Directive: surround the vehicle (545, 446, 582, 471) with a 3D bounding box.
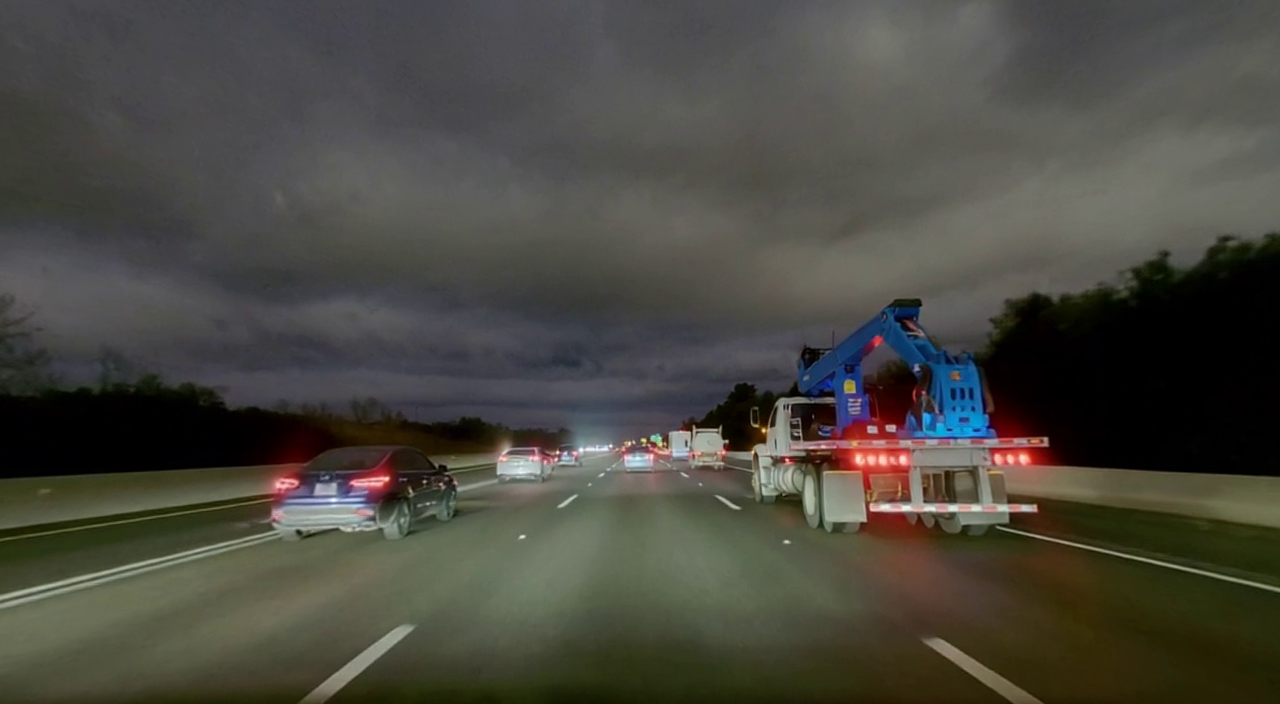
[{"bbox_3d":[-4.819,6.766,39.979,1.924,1.481,4.264,0,-9,-1],"label":"vehicle"}]

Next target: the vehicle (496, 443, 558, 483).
[{"bbox_3d":[-4.600,4.589,26.110,1.858,1.527,3.974,0,-9,0],"label":"vehicle"}]

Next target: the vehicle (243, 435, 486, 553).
[{"bbox_3d":[-4.181,2.219,10.577,1.880,1.507,4.757,0,-9,1],"label":"vehicle"}]

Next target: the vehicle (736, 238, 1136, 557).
[{"bbox_3d":[3.926,1.098,11.308,2.975,3.618,8.456,0,-9,0],"label":"vehicle"}]

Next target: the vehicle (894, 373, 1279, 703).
[{"bbox_3d":[4.083,1.088,3.883,2.599,1.631,5.693,0,-9,0],"label":"vehicle"}]

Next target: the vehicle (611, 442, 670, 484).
[{"bbox_3d":[-0.039,4.303,24.583,2.150,1.498,3.988,0,-9,-2],"label":"vehicle"}]

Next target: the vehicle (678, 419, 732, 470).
[{"bbox_3d":[3.868,5.732,38.853,2.416,2.829,7.016,0,-9,-1],"label":"vehicle"}]
